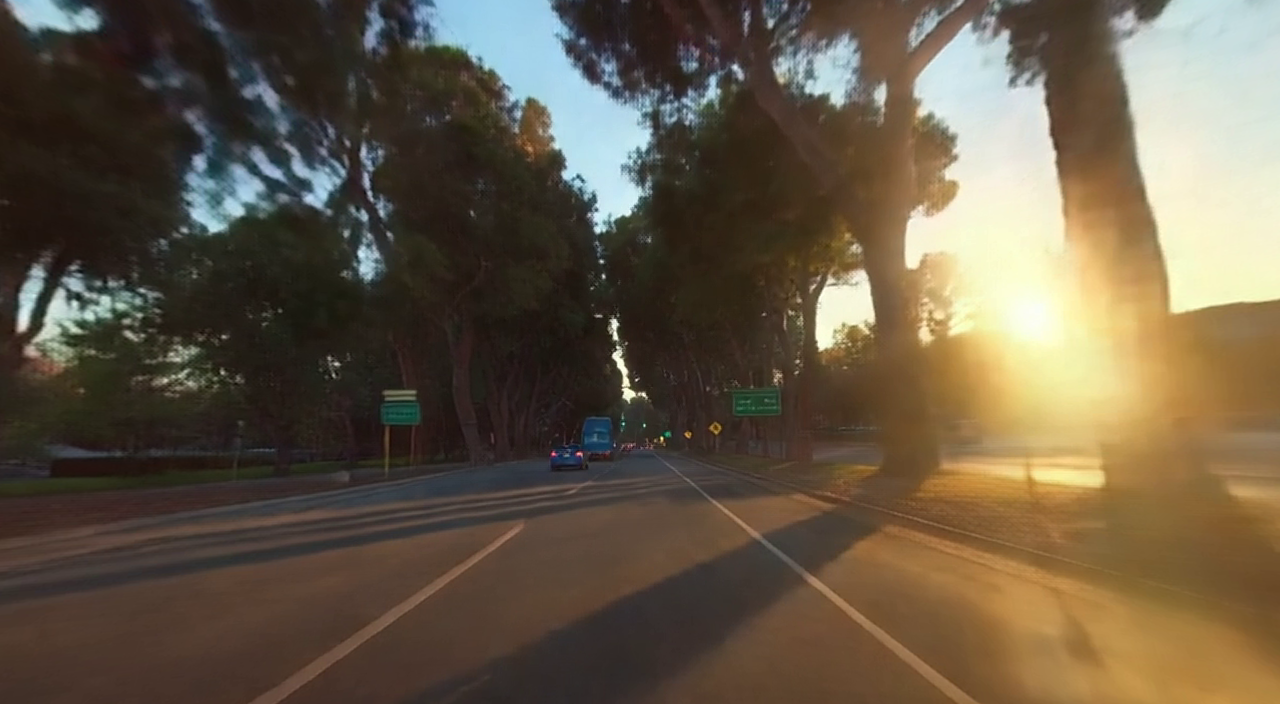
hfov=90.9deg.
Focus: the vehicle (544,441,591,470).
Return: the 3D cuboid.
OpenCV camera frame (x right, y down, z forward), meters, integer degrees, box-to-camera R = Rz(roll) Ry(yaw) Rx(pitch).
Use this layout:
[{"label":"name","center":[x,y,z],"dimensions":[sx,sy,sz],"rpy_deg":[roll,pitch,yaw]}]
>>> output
[{"label":"vehicle","center":[-3.948,5.703,34.966],"dimensions":[2.005,1.462,4.345],"rpy_deg":[0,-8,1]}]
